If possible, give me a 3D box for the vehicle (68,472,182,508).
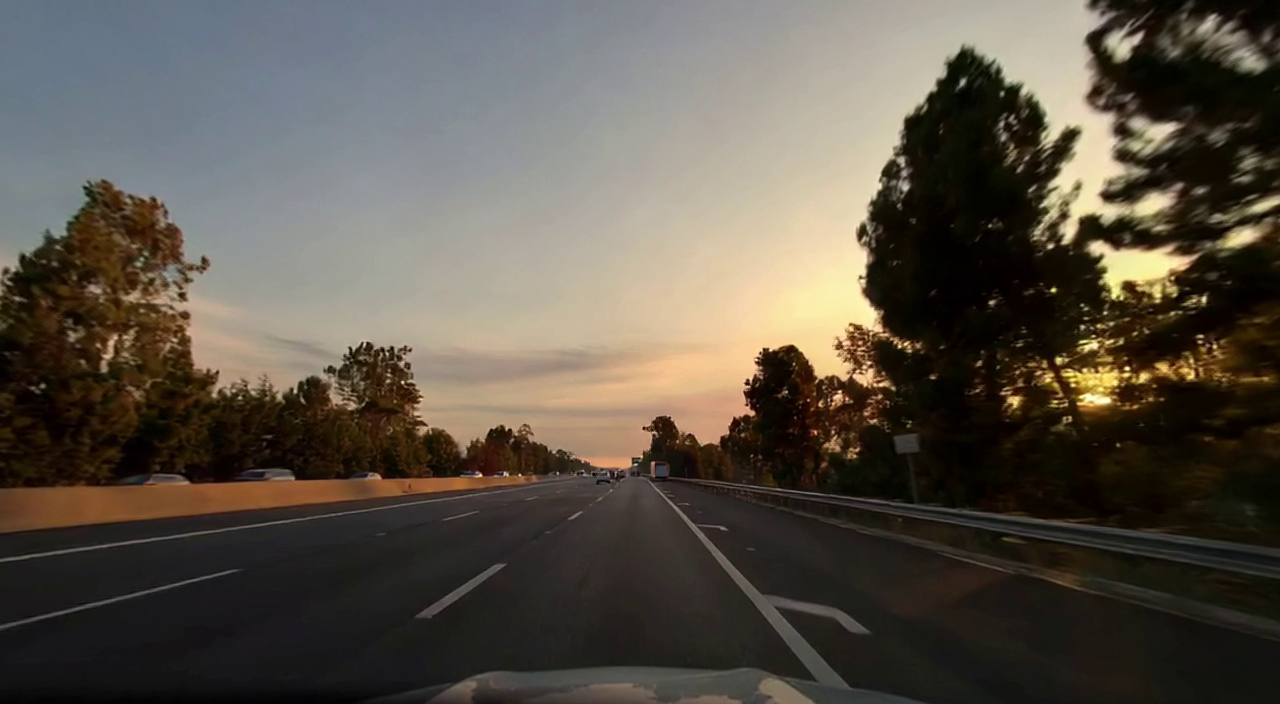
[{"bbox_3d":[-23.232,6.216,28.661,1.756,1.430,4.048,1,-11,-1],"label":"vehicle"}]
